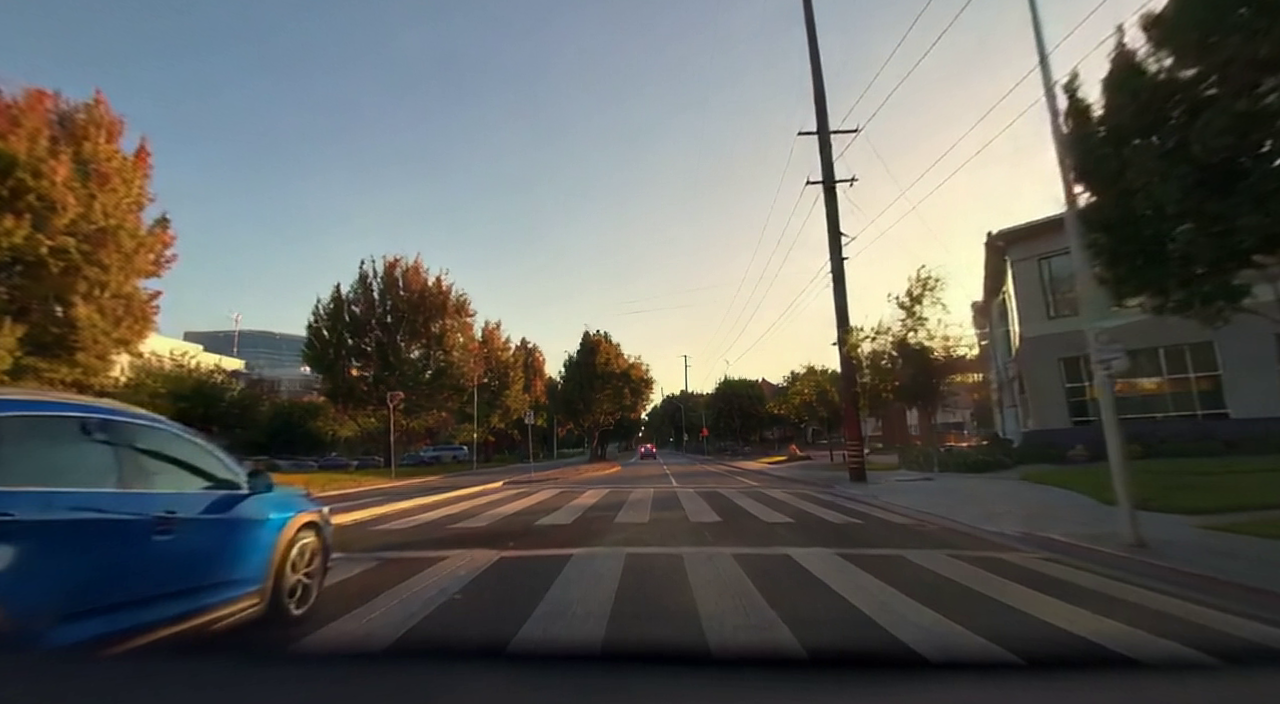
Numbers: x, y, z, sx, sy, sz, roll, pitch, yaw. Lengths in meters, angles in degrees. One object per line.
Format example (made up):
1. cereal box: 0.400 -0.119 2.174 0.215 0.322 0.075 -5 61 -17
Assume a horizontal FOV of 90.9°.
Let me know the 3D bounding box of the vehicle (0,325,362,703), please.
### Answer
1. vehicle: -3.628 0.983 3.466 2.251 1.800 4.959 0 -9 -4

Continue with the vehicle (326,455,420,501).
1. vehicle: -10.698 5.047 25.625 1.813 1.578 4.332 -1 -8 2
